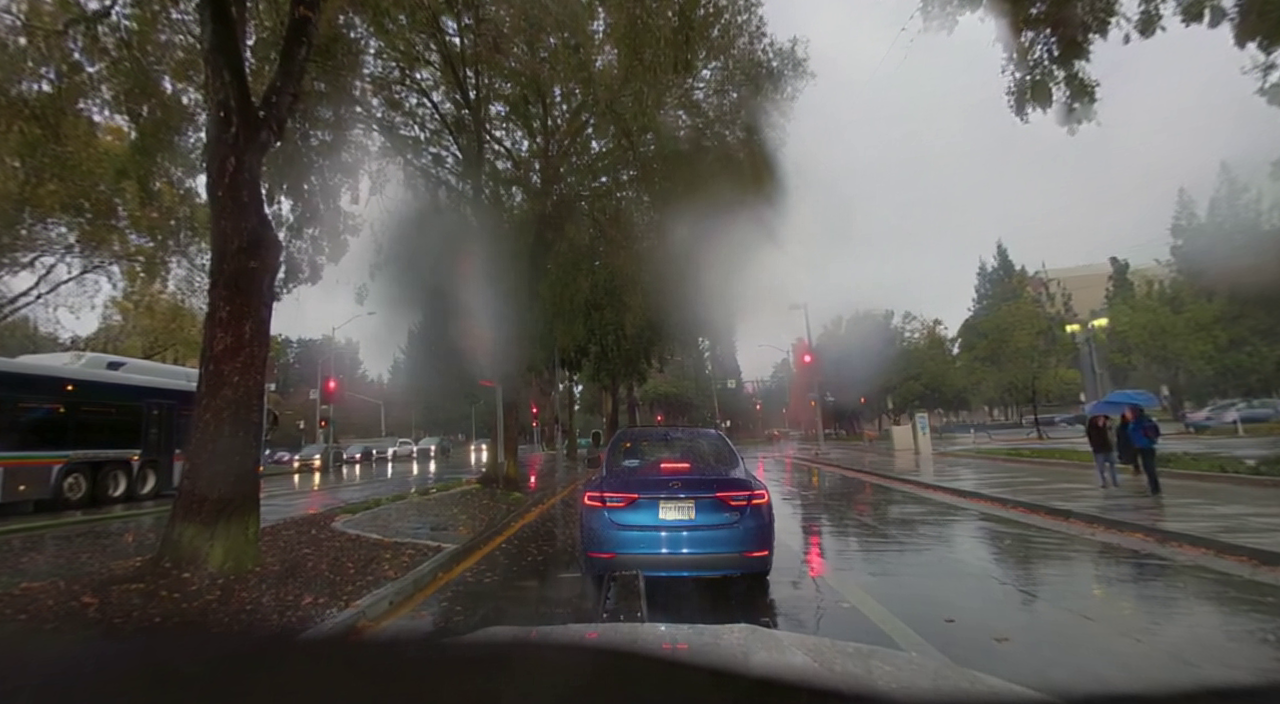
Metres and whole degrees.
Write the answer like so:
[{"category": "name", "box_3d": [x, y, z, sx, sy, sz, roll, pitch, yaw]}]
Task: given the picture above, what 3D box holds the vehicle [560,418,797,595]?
[{"category": "vehicle", "box_3d": [0.368, 1.616, 7.403, 2.035, 1.499, 3.799, 0, -8, 1]}]
